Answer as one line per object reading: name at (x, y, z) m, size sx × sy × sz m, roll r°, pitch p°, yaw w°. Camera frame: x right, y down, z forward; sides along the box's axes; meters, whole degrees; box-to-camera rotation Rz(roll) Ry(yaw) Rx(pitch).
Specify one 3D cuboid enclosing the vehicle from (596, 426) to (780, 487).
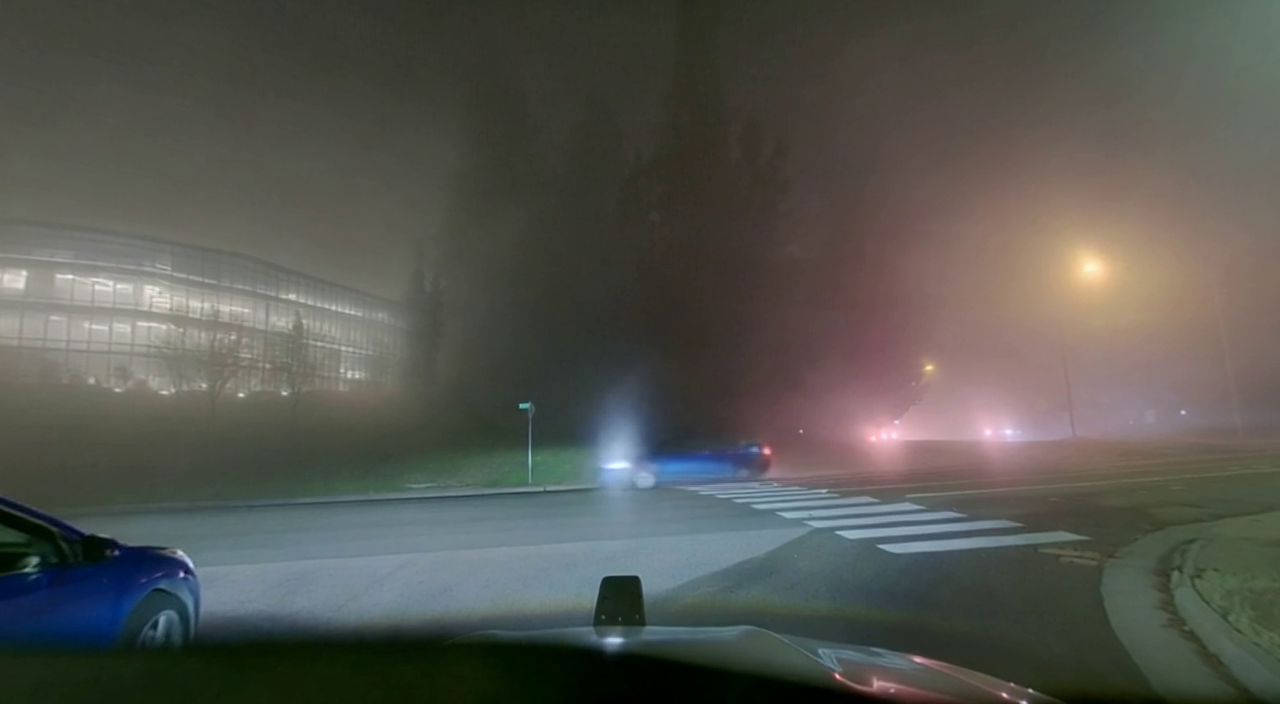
vehicle at (1.252, 2.897, 17.773) m, size 4.788 × 1.548 × 1.965 m, roll 1°, pitch -9°, yaw -11°

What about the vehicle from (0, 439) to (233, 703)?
vehicle at (-3.327, 0.937, 1.638) m, size 2.069 × 1.413 × 5.006 m, roll 1°, pitch -9°, yaw -11°
